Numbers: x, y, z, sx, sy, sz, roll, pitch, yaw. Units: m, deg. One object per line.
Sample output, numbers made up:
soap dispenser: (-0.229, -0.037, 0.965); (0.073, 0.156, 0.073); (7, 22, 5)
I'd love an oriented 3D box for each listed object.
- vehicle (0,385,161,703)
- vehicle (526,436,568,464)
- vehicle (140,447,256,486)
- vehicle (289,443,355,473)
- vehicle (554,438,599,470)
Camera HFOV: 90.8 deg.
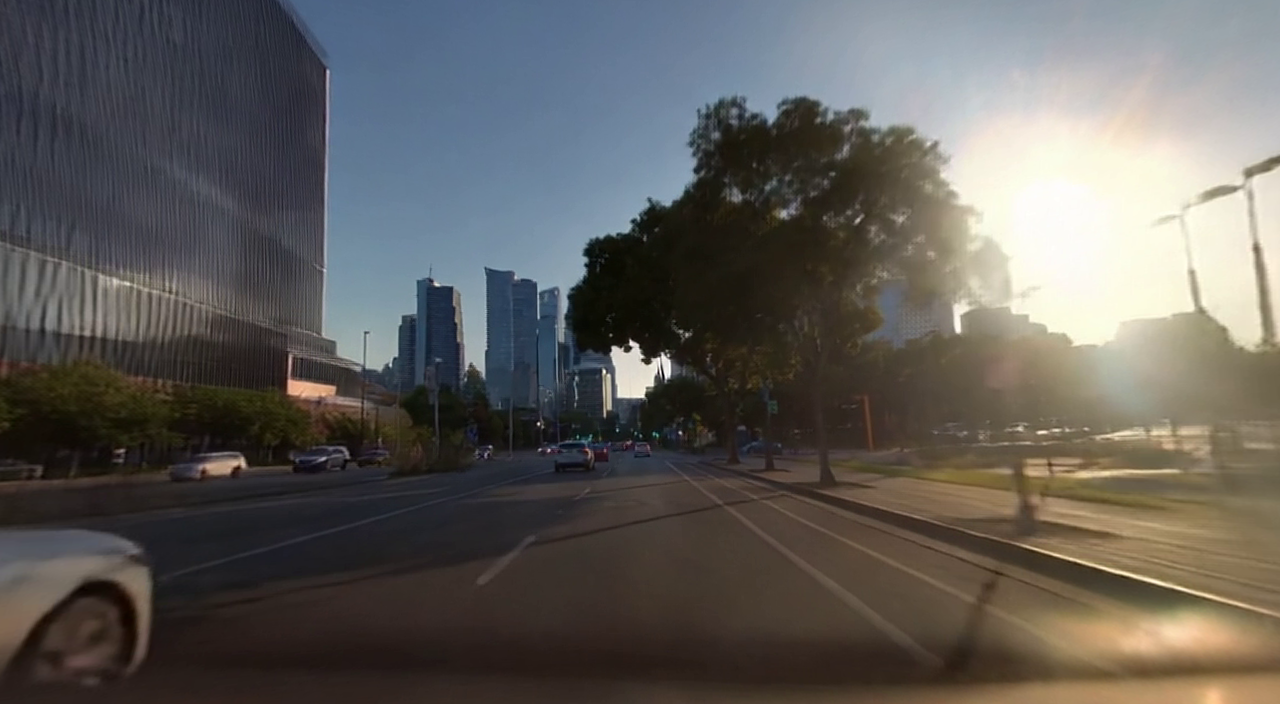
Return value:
vehicle: (-3.359, 0.677, 0.907); (2.040, 1.497, 4.193); (0, -8, 0)
vehicle: (-6.603, 7.018, 45.391); (2.224, 1.821, 4.711); (0, -8, 1)
vehicle: (-20.017, 5.176, 28.925); (1.918, 1.601, 4.610); (0, -8, 1)
vehicle: (-20.163, 6.718, 40.300); (1.910, 1.748, 4.303); (0, -8, 0)
vehicle: (-3.310, 5.369, 33.370); (1.983, 1.545, 3.773); (0, -8, 0)
